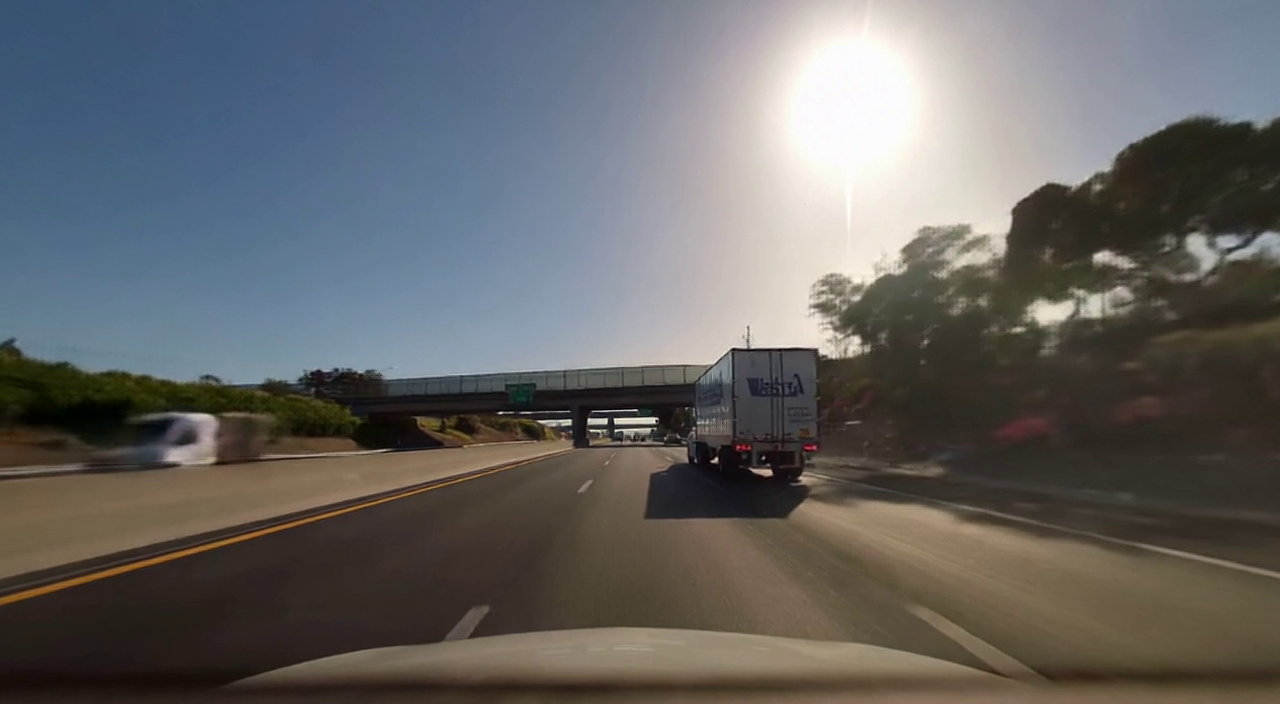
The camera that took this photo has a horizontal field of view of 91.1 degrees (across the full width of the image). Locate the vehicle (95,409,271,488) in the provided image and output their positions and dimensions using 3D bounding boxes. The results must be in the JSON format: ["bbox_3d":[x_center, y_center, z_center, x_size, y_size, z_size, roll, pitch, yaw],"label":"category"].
[{"bbox_3d":[-17.005,3.619,23.963,2.269,2.622,5.867,0,-8,-1],"label":"vehicle"}]

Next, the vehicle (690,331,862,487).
[{"bbox_3d":[4.040,2.400,23.200,2.920,4.029,13.900,0,-8,-1],"label":"vehicle"}]
